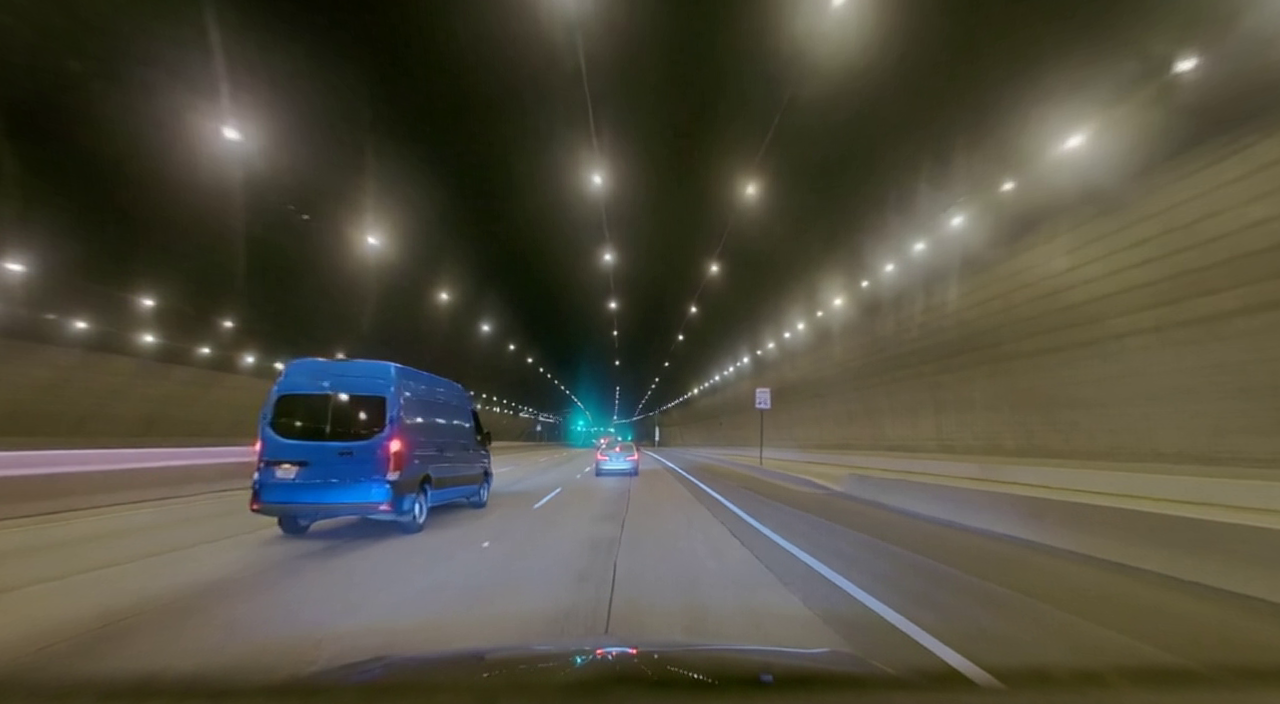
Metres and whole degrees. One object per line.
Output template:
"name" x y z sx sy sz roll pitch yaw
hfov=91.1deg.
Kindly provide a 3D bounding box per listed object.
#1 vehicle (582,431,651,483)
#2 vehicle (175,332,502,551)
"vehicle" -0.738 3.489 21.297 2.095 1.553 4.069 0 -8 -1
"vehicle" -3.977 1.354 9.773 2.404 2.459 5.229 0 -8 1
